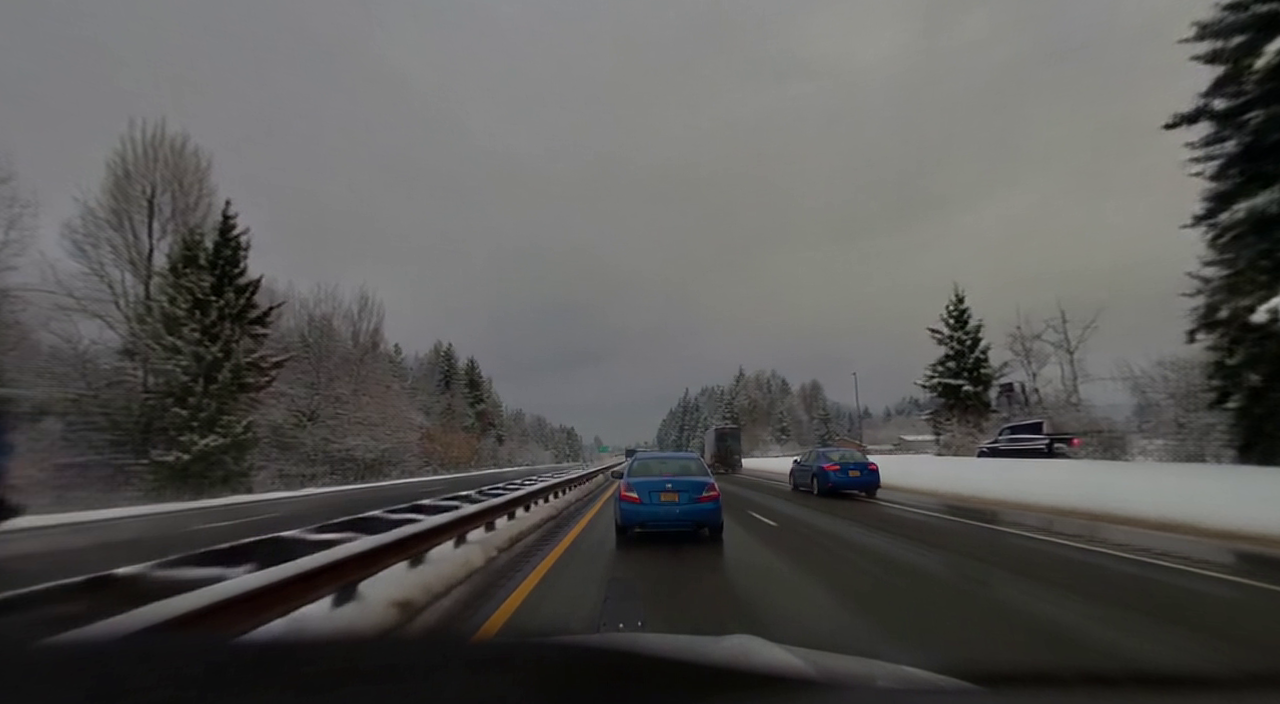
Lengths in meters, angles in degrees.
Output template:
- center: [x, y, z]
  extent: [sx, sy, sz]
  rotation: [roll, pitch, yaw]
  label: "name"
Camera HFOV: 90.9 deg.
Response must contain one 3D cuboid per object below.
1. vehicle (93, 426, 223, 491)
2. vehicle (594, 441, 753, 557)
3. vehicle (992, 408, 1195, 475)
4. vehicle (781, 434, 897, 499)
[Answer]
- center: [-33.566, 7.402, 44.423]
  extent: [2.902, 3.981, 7.819]
  rotation: [-3, -8, 0]
  label: "vehicle"
- center: [0.430, 2.223, 10.188]
  extent: [2.076, 1.485, 3.774]
  rotation: [0, -9, 0]
  label: "vehicle"
- center: [31.486, 6.532, 45.269]
  extent: [2.822, 3.996, 14.073]
  rotation: [1, -9, -7]
  label: "vehicle"
- center: [6.265, 3.667, 20.511]
  extent: [2.177, 1.827, 4.565]
  rotation: [0, -9, -1]
  label: "vehicle"
